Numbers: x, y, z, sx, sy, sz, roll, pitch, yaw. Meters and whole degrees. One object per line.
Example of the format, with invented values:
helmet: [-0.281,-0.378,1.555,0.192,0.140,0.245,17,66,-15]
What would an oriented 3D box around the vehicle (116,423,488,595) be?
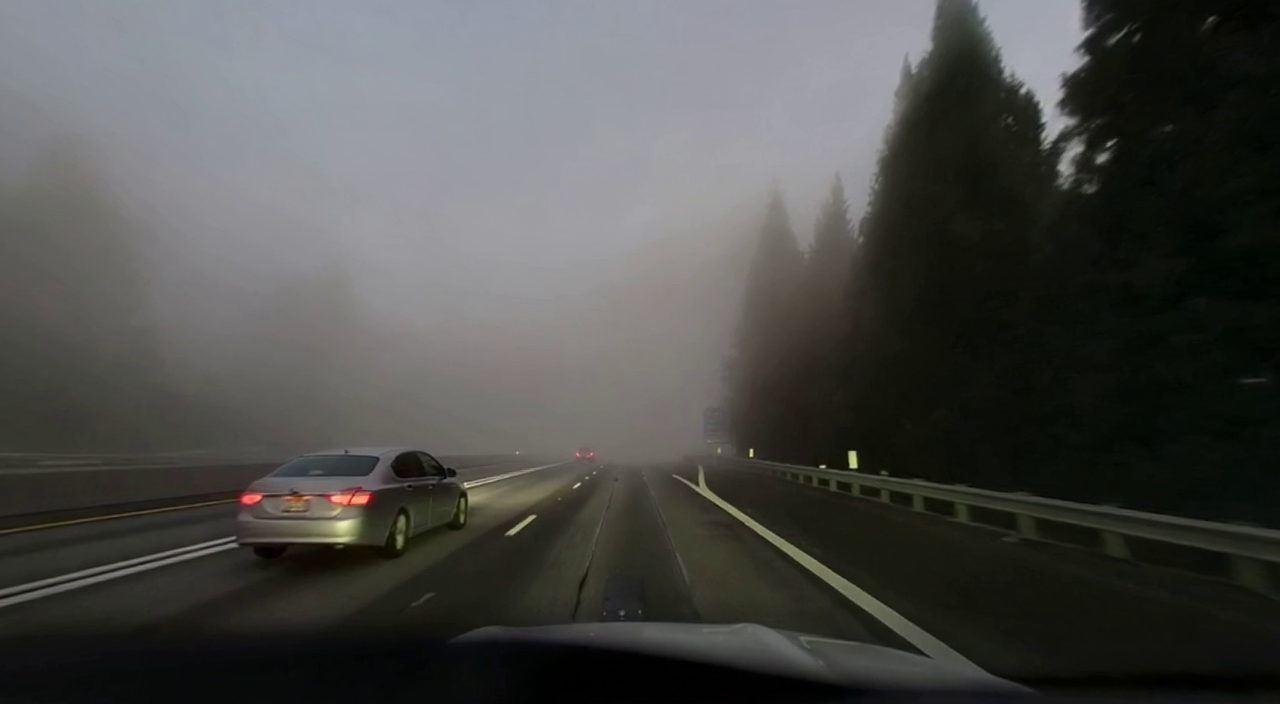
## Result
vehicle: [-3.754,1.851,8.430,2.184,1.574,5.004,0,-9,0]
